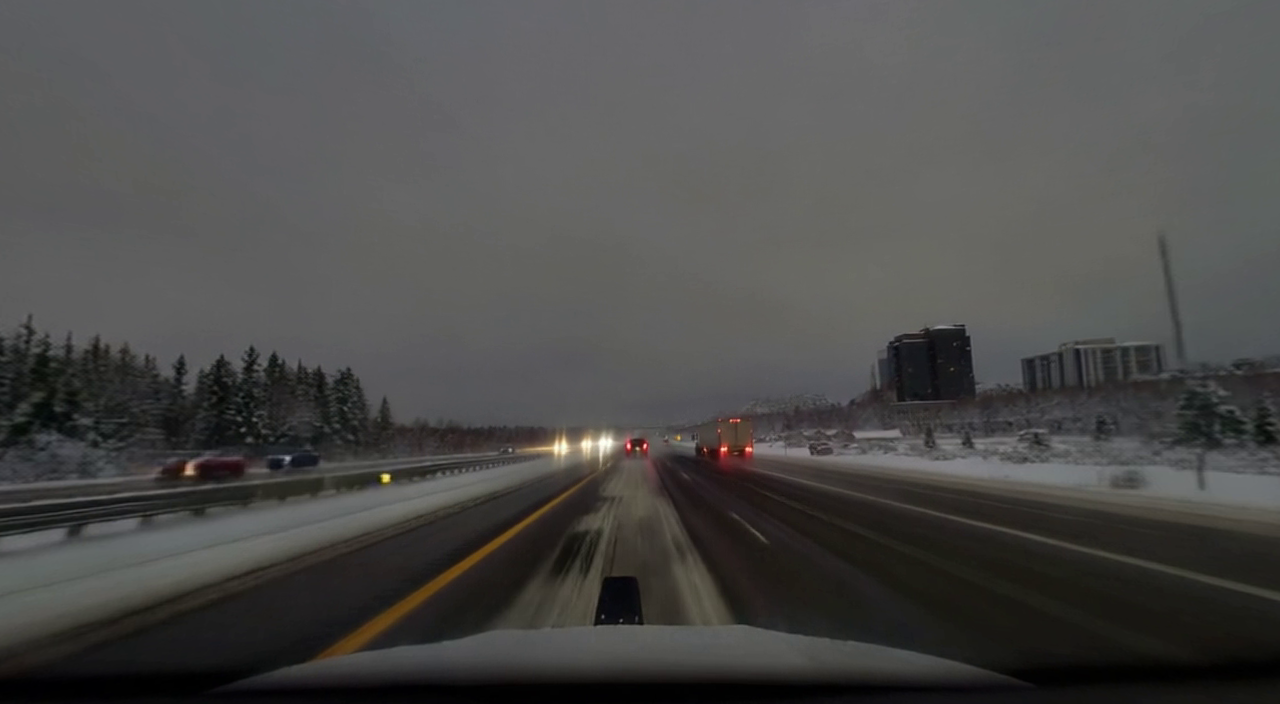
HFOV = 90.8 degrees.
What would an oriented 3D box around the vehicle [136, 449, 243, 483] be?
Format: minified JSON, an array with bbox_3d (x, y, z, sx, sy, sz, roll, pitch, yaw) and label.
[{"bbox_3d":[-21.972,5.537,31.062,1.878,1.474,4.540,0,-8,1],"label":"vehicle"}]

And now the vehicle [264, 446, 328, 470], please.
[{"bbox_3d":[-25.809,7.952,47.565,2.026,1.734,4.730,0,-8,1],"label":"vehicle"}]
